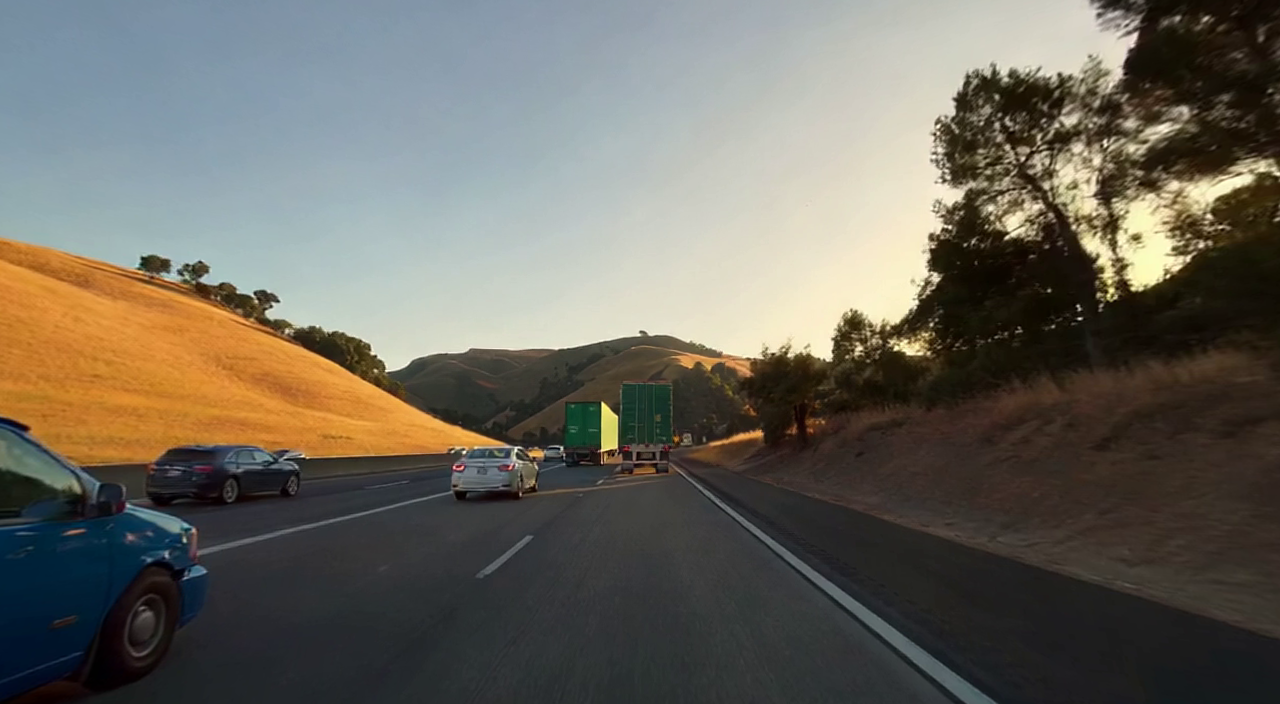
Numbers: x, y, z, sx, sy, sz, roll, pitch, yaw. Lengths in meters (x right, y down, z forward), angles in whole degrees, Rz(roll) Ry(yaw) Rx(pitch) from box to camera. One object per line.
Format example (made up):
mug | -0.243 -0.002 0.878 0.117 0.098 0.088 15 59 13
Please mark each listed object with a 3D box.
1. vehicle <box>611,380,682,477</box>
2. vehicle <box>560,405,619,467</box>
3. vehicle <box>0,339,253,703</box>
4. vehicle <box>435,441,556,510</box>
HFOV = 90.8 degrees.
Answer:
vehicle | 0.464 3.957 31.635 2.913 3.988 10.874 0 -8 2
vehicle | -3.569 6.596 48.930 3.311 4.073 14.172 0 -8 0
vehicle | -3.829 0.728 1.921 2.136 1.779 4.875 0 -8 1
vehicle | -3.328 2.919 15.442 1.950 1.446 4.224 0 -8 0
